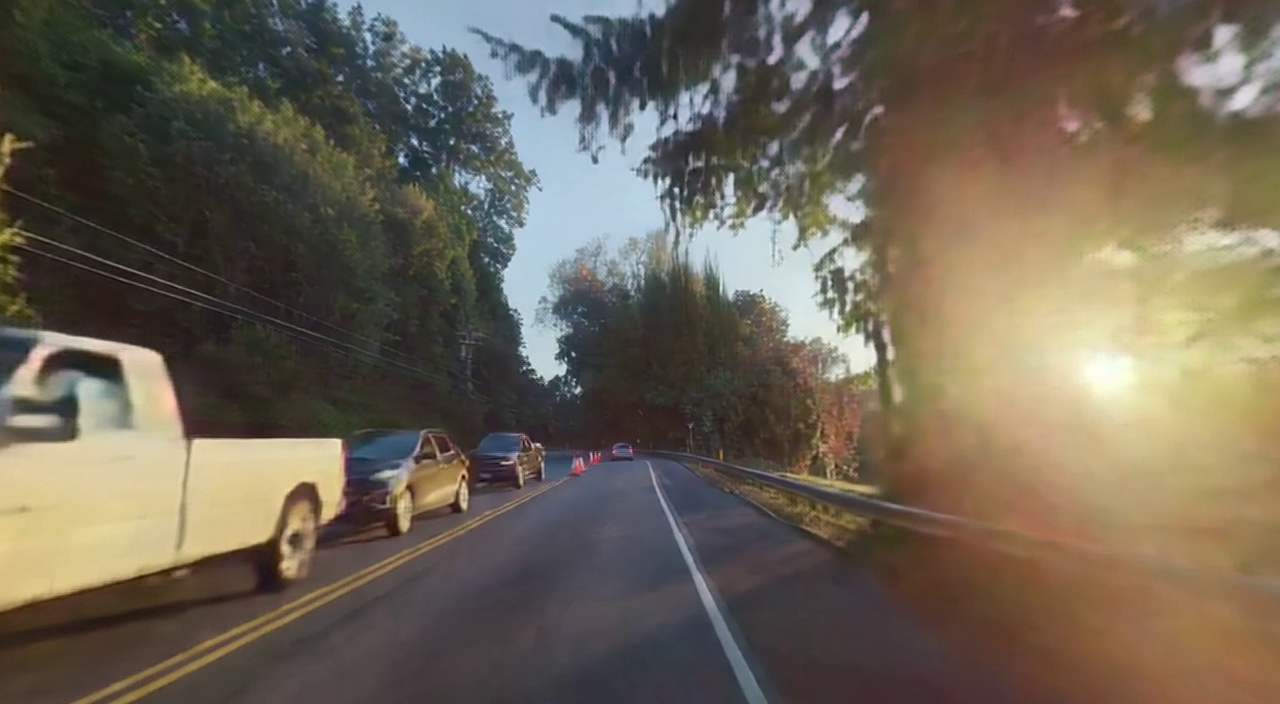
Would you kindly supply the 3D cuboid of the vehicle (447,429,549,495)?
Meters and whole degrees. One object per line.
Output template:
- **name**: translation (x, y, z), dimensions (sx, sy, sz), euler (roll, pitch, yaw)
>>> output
- **vehicle**: translation (-4.661, 3.706, 21.739), dimensions (2.128, 1.944, 5.555), euler (0, -8, 1)

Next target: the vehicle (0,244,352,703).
- **vehicle**: translation (-4.517, 0.941, 5.182), dimensions (2.380, 2.488, 4.028), euler (0, -8, -1)
